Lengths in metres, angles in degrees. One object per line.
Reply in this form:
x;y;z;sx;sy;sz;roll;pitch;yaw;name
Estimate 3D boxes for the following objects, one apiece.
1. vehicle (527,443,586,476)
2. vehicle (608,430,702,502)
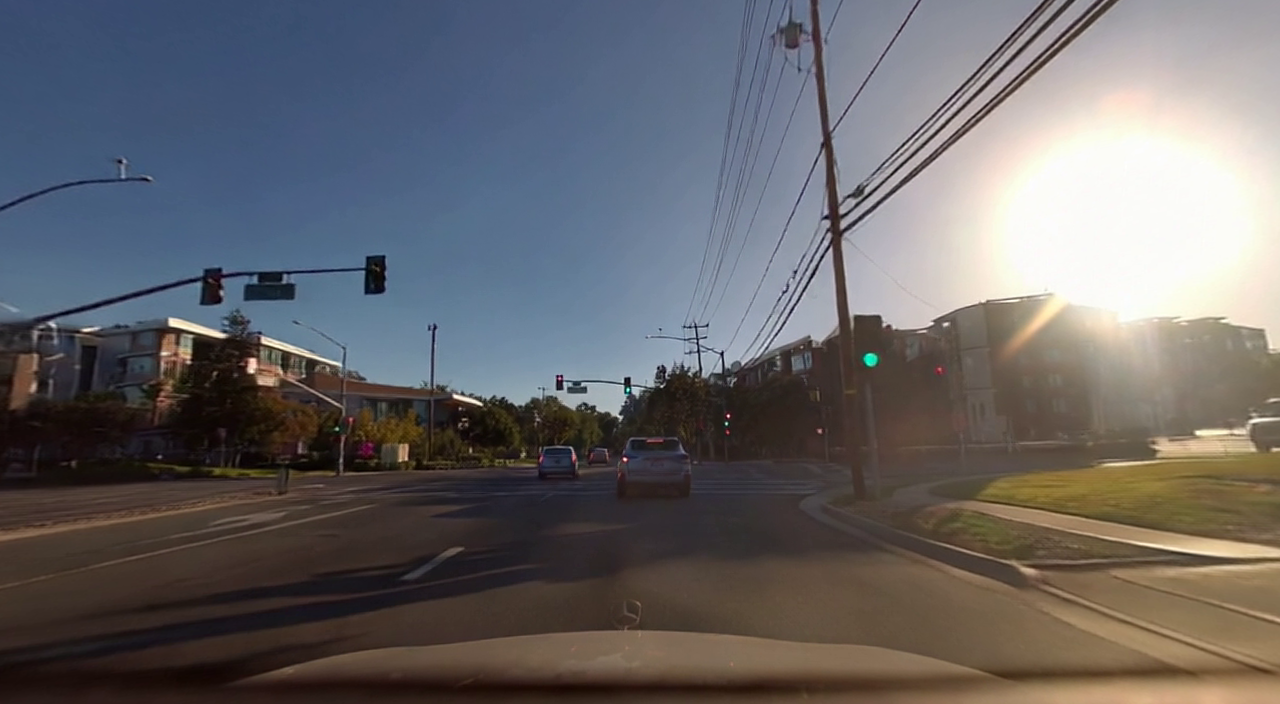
-3.939;5.119;30.412;2.153;1.474;4.284;0;-8;1;vehicle
0.337;2.915;16.614;2.156;1.636;3.923;0;-8;0;vehicle
